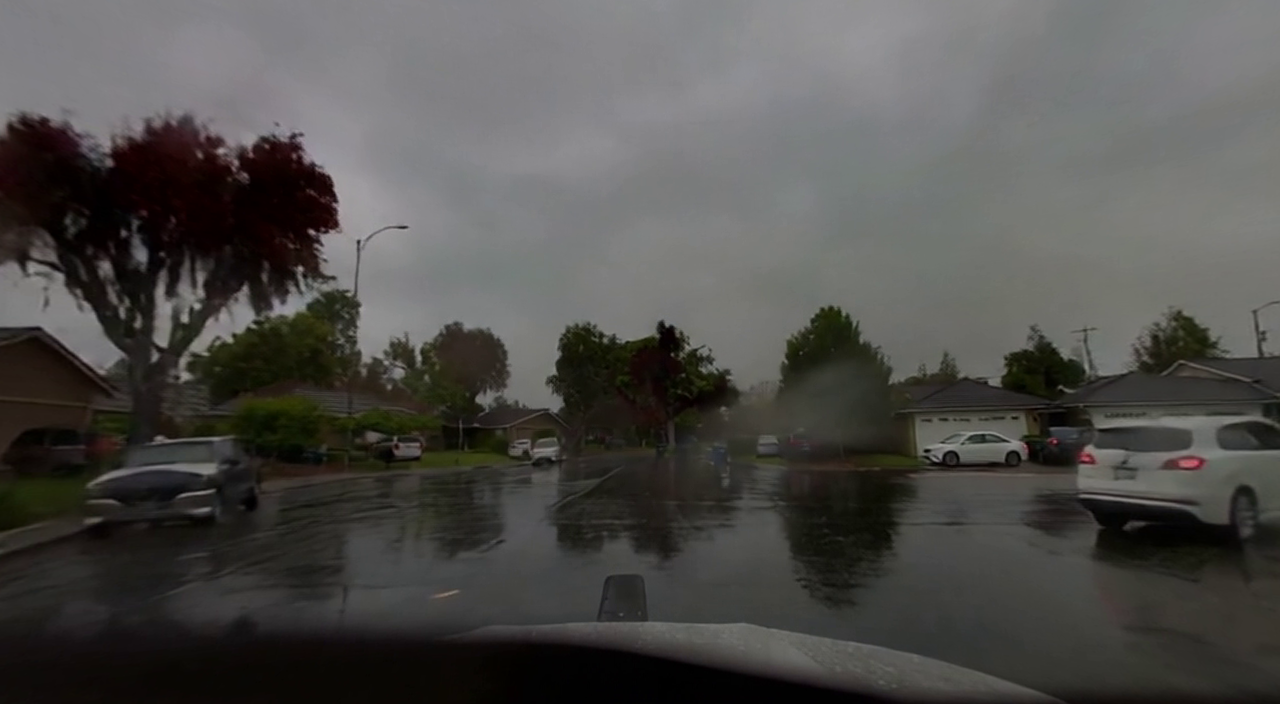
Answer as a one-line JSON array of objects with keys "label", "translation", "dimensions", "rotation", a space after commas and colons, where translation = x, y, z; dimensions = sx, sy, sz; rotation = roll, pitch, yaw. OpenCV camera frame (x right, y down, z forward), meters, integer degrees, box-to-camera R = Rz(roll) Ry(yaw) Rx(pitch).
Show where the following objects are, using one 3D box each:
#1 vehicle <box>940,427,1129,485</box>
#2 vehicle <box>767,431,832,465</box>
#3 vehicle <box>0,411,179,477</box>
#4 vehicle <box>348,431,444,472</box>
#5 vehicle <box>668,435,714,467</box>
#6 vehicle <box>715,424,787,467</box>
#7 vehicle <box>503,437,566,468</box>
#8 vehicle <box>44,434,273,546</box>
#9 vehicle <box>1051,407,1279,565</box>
[{"label": "vehicle", "translation": [13.143, 3.513, 21.509], "dimensions": [5.082, 1.789, 1.947], "rotation": [-4, -9, 23]}, {"label": "vehicle", "translation": [8.378, 5.087, 33.559], "dimensions": [2.160, 1.695, 4.183], "rotation": [0, -8, -3]}, {"label": "vehicle", "translation": [-15.913, 2.580, 17.735], "dimensions": [4.400, 1.717, 2.067], "rotation": [-1, -8, 6]}, {"label": "vehicle", "translation": [-12.021, 4.831, 30.944], "dimensions": [5.096, 1.824, 2.305], "rotation": [-8, -11, 42]}, {"label": "vehicle", "translation": [2.579, 5.101, 32.648], "dimensions": [1.833, 1.540, 3.532], "rotation": [0, -8, -3]}, {"label": "vehicle", "translation": [5.579, 4.832, 32.595], "dimensions": [2.455, 2.018, 5.271], "rotation": [0, -8, -3]}, {"label": "vehicle", "translation": [-5.693, 5.321, 33.662], "dimensions": [1.932, 1.518, 4.343], "rotation": [5, -10, -29]}, {"label": "vehicle", "translation": [-7.896, 2.210, 11.013], "dimensions": [2.236, 1.459, 4.832], "rotation": [4, -9, -26]}, {"label": "vehicle", "translation": [8.658, 1.823, 9.330], "dimensions": [4.863, 1.784, 2.109], "rotation": [4, -10, -28]}]
